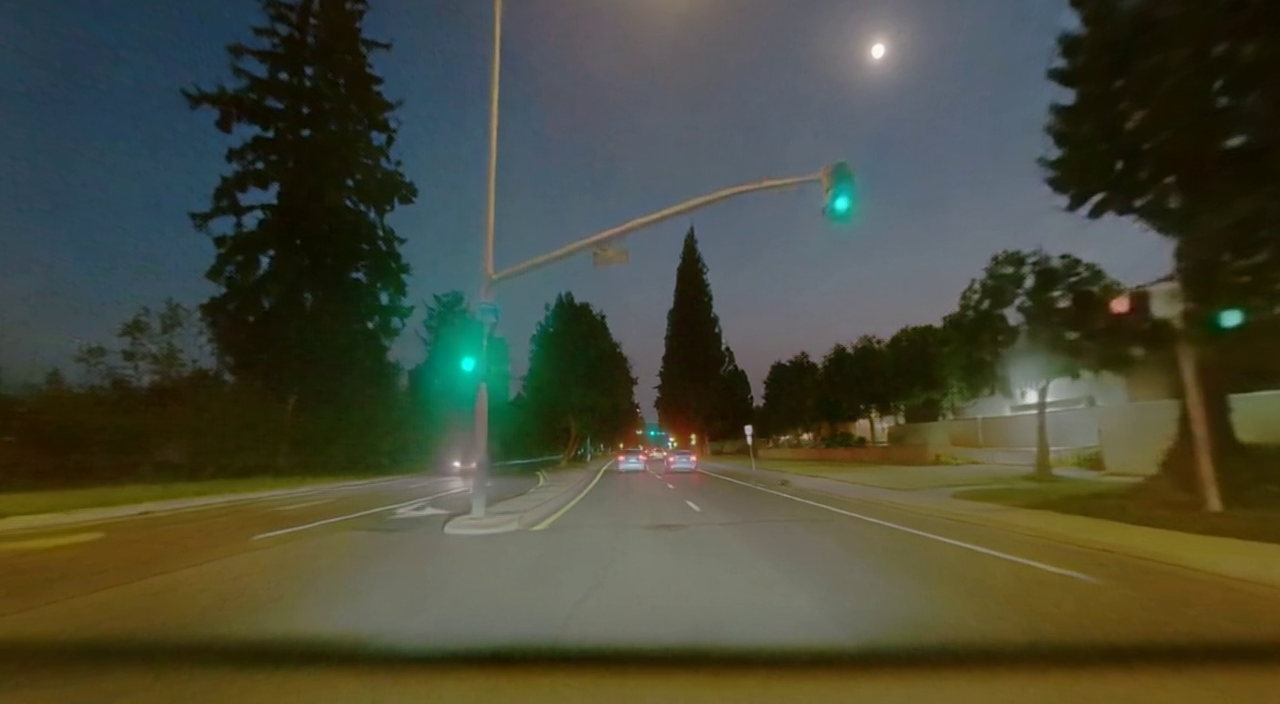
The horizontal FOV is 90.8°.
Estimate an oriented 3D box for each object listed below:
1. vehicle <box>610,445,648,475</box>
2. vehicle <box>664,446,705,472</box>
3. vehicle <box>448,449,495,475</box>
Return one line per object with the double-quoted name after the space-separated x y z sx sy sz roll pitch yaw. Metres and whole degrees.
-0.611 5.985 35.230 2.018 1.511 3.993 0 -9 -1 "vehicle"
2.689 6.572 39.047 2.057 1.496 4.401 0 -9 -2 "vehicle"
-11.832 7.723 44.592 2.107 1.684 4.707 0 -9 -1 "vehicle"
